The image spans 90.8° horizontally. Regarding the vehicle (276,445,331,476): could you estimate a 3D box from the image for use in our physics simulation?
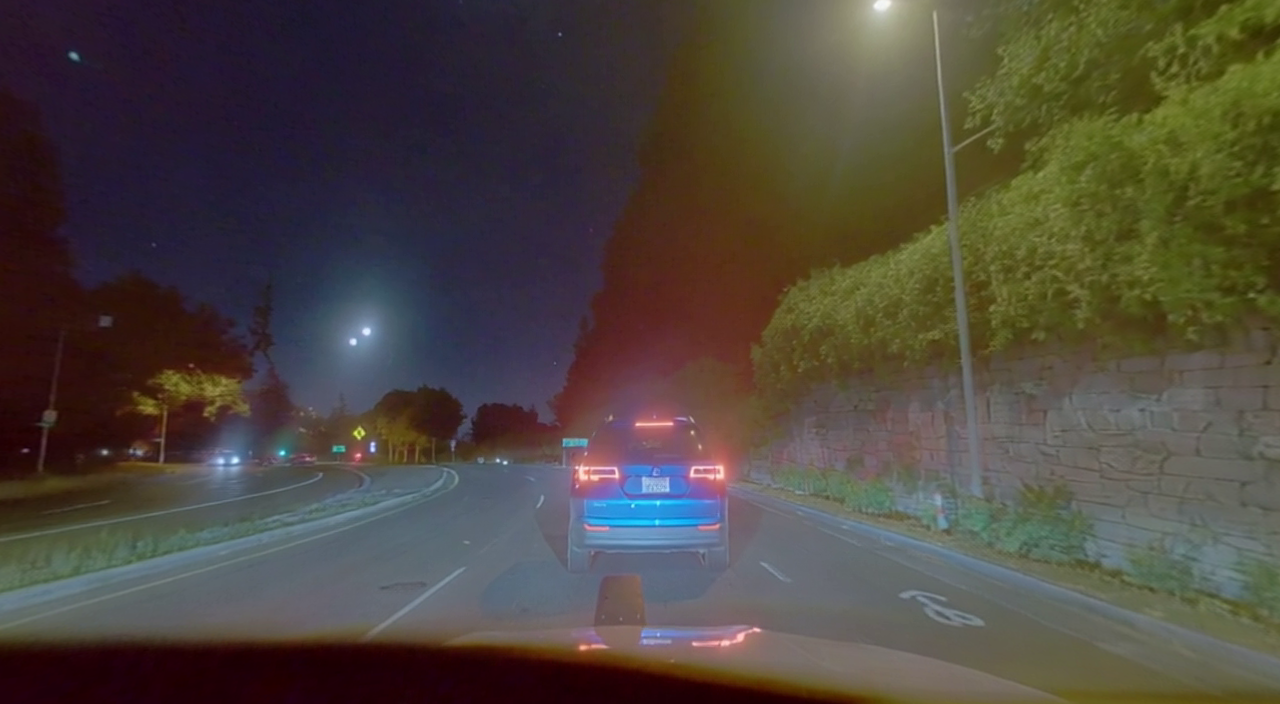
[{"bbox_3d":[-19.859,6.371,37.441,2.317,1.695,4.538,3,-9,-22],"label":"vehicle"}]

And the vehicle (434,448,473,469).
[{"bbox_3d":[-13.933,7.919,47.098,2.023,1.474,4.286,4,-9,-26],"label":"vehicle"}]

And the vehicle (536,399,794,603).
[{"bbox_3d":[0.045,1.621,7.796,2.287,1.762,4.269,1,-8,-5],"label":"vehicle"}]

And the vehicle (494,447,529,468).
[{"bbox_3d":[-10.115,8.194,49.367,1.837,1.483,4.559,3,-9,-22],"label":"vehicle"}]
